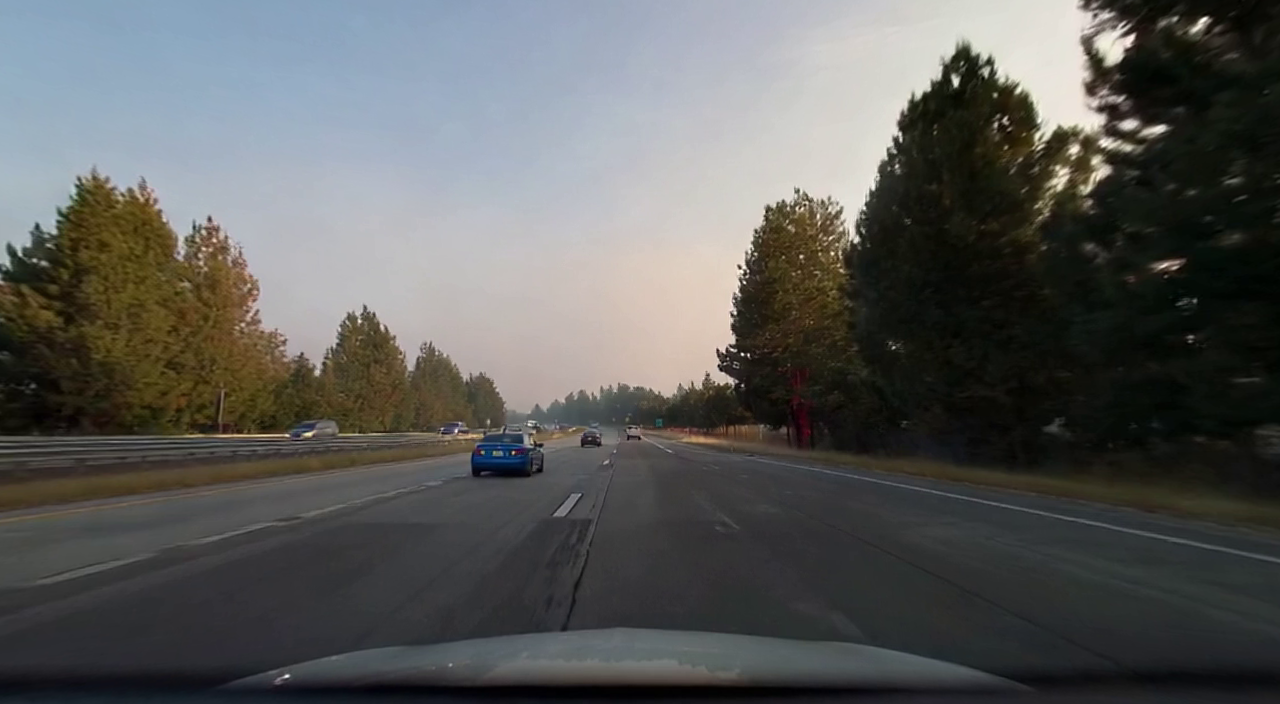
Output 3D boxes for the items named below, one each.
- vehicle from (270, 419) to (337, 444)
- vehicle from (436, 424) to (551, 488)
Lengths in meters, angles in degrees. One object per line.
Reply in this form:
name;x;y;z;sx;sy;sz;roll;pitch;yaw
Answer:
vehicle;-21.624;5.158;40.736;2.034;1.506;4.253;0;-8;-1
vehicle;-3.640;2.665;16.546;1.977;1.443;4.225;0;-8;0
